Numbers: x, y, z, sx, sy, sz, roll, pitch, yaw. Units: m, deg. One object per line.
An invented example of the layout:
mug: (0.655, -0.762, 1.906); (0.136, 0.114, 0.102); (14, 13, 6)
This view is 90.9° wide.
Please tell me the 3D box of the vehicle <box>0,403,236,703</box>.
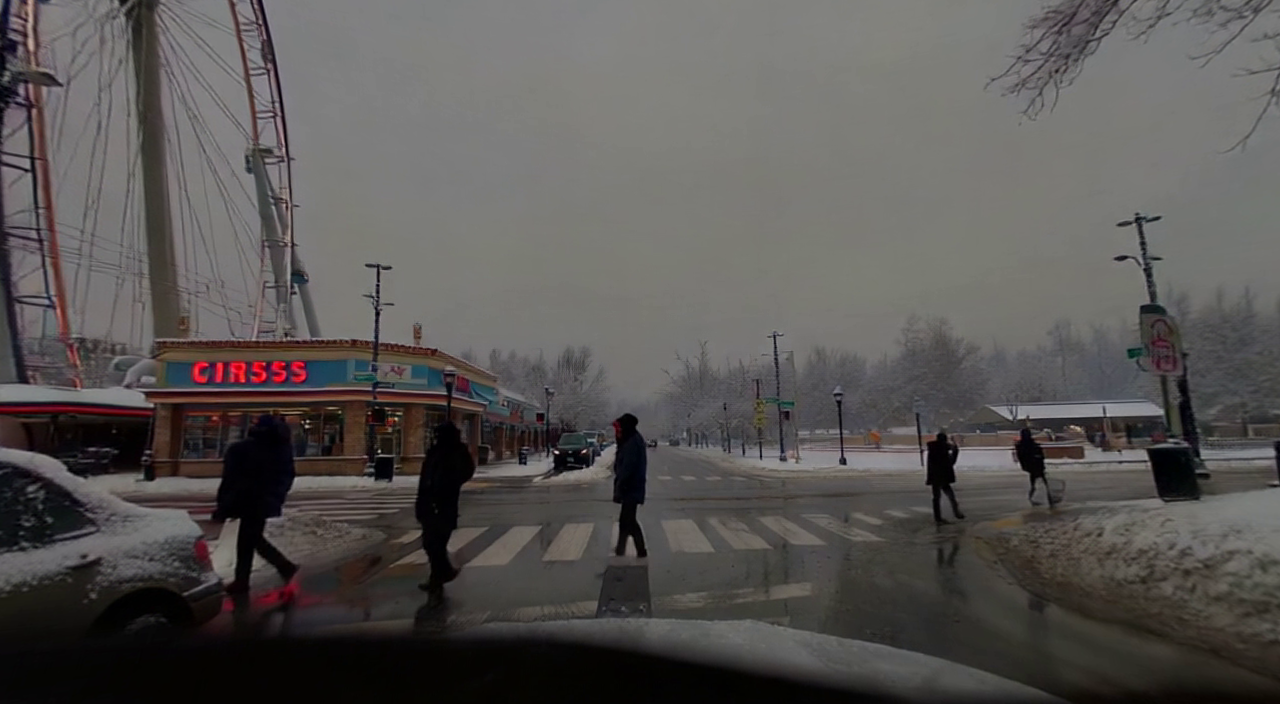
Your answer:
vehicle: (-3.372, 0.785, 1.182); (1.940, 1.505, 4.676); (-1, -9, 3)

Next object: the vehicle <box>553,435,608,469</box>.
vehicle: (-3.885, 6.364, 40.264); (2.549, 2.000, 5.699); (2, -9, -15)
